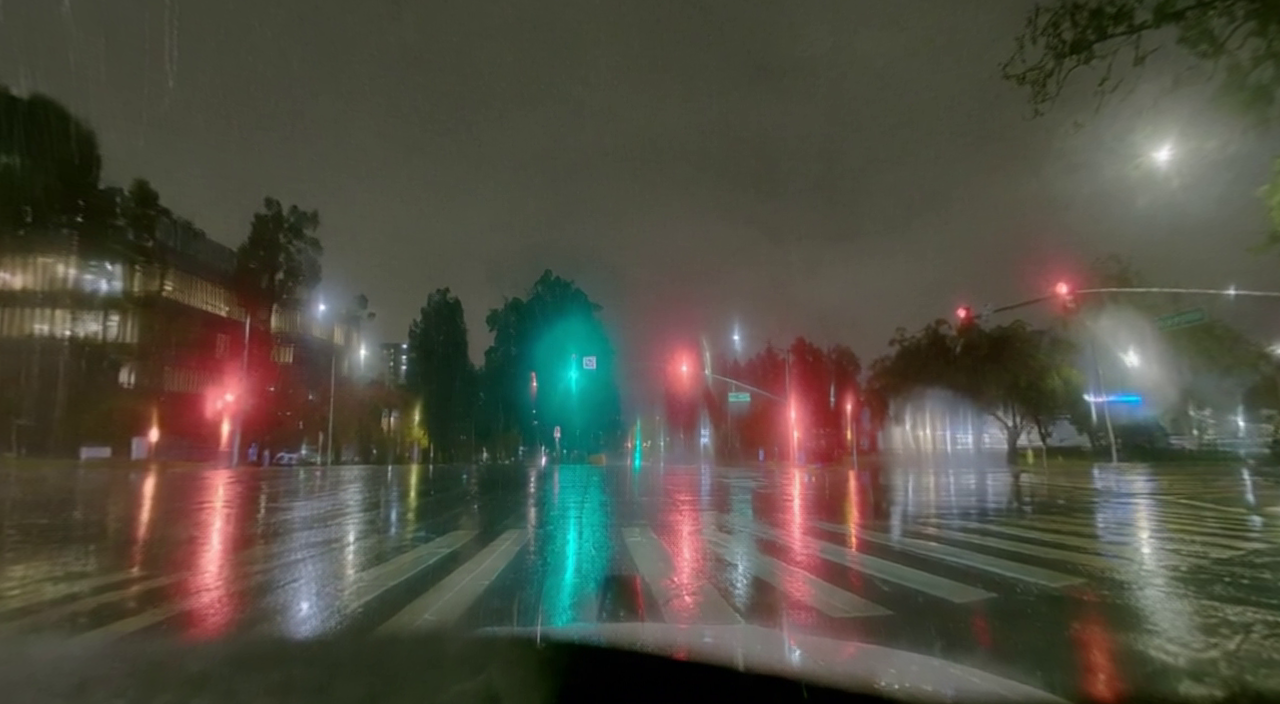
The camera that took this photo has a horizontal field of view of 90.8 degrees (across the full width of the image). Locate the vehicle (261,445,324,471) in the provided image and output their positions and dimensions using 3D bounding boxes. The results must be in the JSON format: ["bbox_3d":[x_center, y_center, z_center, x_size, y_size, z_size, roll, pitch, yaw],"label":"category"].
[{"bbox_3d":[-21.837,6.660,39.869,2.005,1.496,4.020,1,-8,-7],"label":"vehicle"}]

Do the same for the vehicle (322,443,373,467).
[{"bbox_3d":[-22.398,7.912,48.601,2.023,1.706,4.756,1,-8,-6],"label":"vehicle"}]
